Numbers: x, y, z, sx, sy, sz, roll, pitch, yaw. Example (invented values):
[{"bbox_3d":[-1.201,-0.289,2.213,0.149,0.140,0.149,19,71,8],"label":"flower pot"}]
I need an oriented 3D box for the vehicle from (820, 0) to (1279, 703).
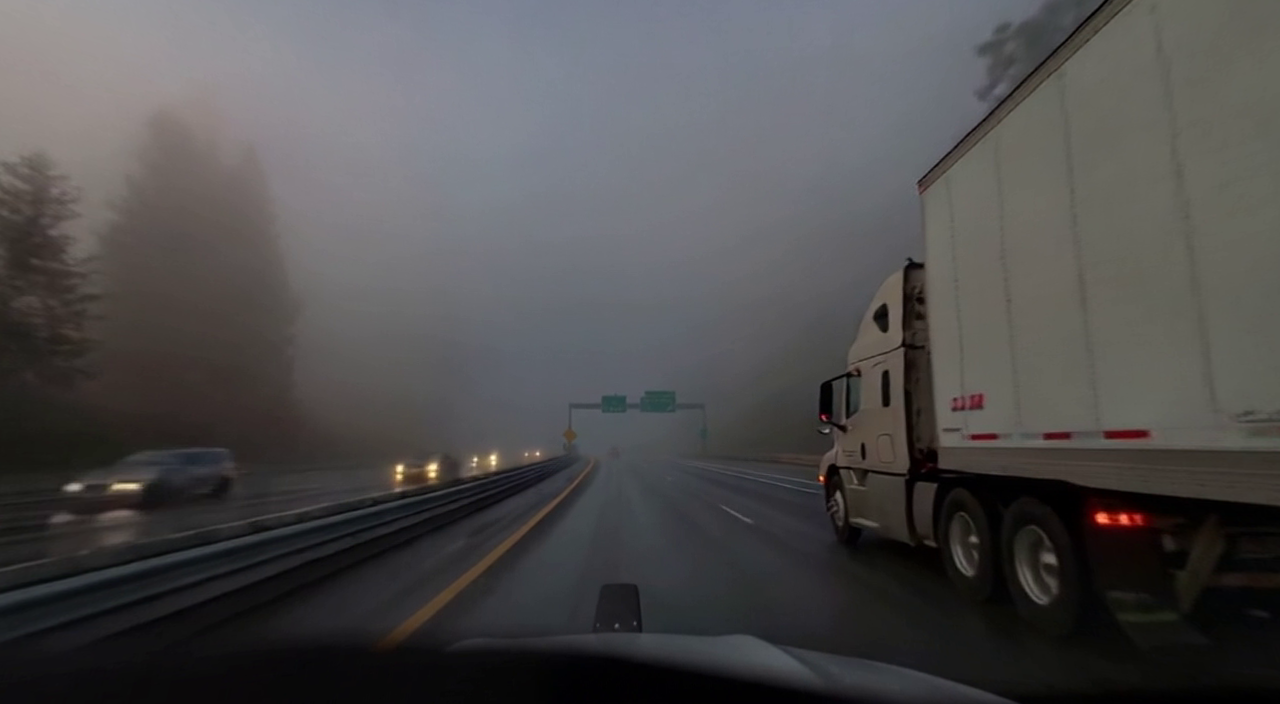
[{"bbox_3d":[4.329,-0.094,4.128,3.016,3.971,10.405,0,-9,-1],"label":"vehicle"}]

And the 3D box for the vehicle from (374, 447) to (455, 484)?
[{"bbox_3d":[-10.009,5.037,28.234,1.977,1.511,4.668,0,-9,-1],"label":"vehicle"}]

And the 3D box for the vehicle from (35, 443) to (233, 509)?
[{"bbox_3d":[-14.097,3.434,17.913,1.928,1.599,4.549,0,-9,-2],"label":"vehicle"}]
